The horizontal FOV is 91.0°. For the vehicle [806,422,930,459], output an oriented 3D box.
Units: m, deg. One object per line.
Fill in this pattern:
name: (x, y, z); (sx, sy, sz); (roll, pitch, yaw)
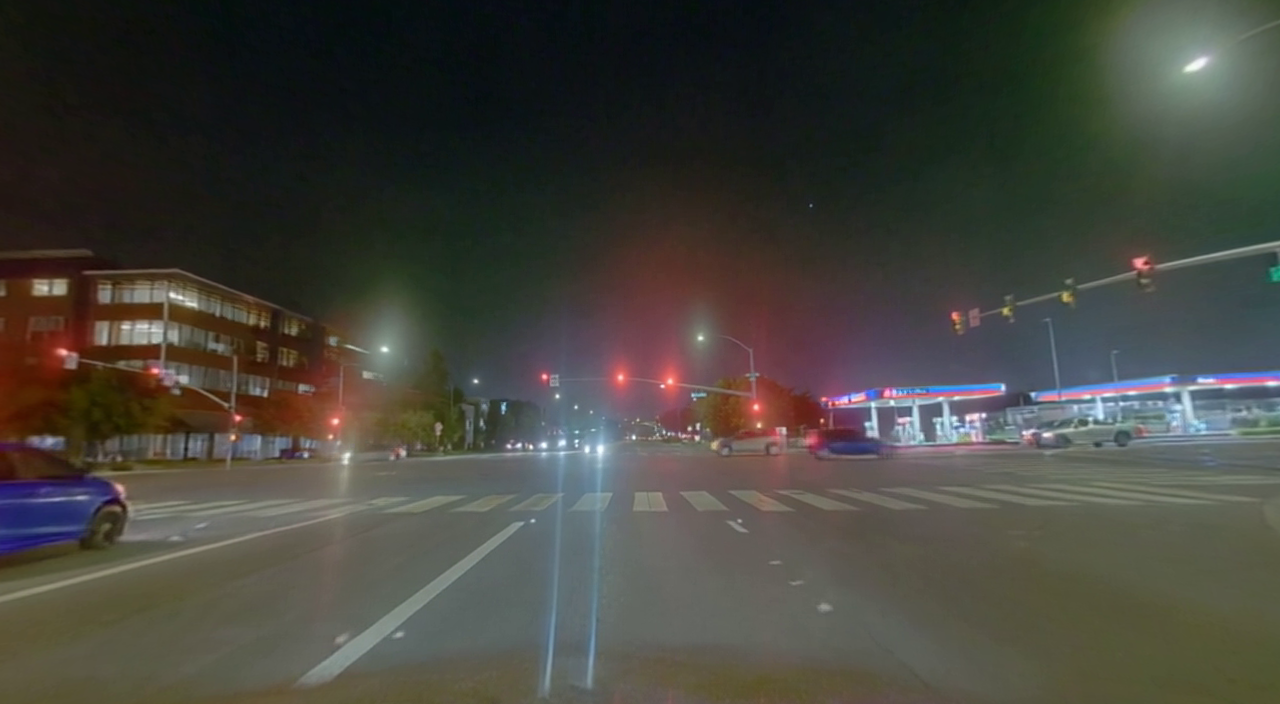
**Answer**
vehicle: (10.107, 3.978, 28.182); (4.775, 1.466, 1.850); (-2, -8, 4)

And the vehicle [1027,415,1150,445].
vehicle: (22.805, 4.004, 32.128); (4.696, 1.483, 1.898); (-1, -8, 3)

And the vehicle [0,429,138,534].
vehicle: (-9.867, 1.795, 8.686); (1.899, 1.460, 4.880); (0, -8, -1)

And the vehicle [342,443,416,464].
vehicle: (-19.495, 7.575, 47.113); (4.737, 1.479, 1.831); (-1, -8, 4)

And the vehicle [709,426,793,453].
vehicle: (7.991, 6.361, 45.876); (5.789, 1.893, 2.169); (-1, -8, 4)
